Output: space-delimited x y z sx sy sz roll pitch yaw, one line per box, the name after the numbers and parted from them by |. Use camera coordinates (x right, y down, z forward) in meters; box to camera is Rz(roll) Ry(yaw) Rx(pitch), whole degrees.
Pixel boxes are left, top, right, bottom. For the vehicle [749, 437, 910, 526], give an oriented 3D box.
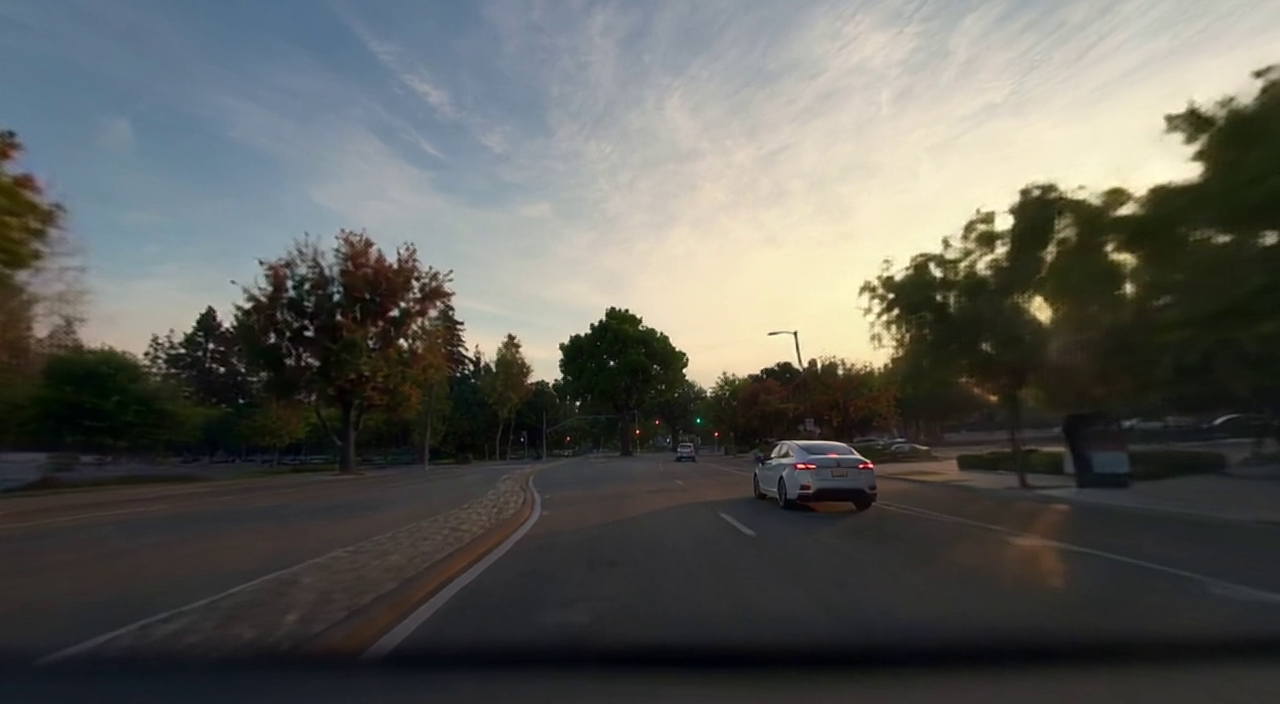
3.509 2.474 12.600 1.852 1.453 4.083 0 -9 -2 | vehicle
